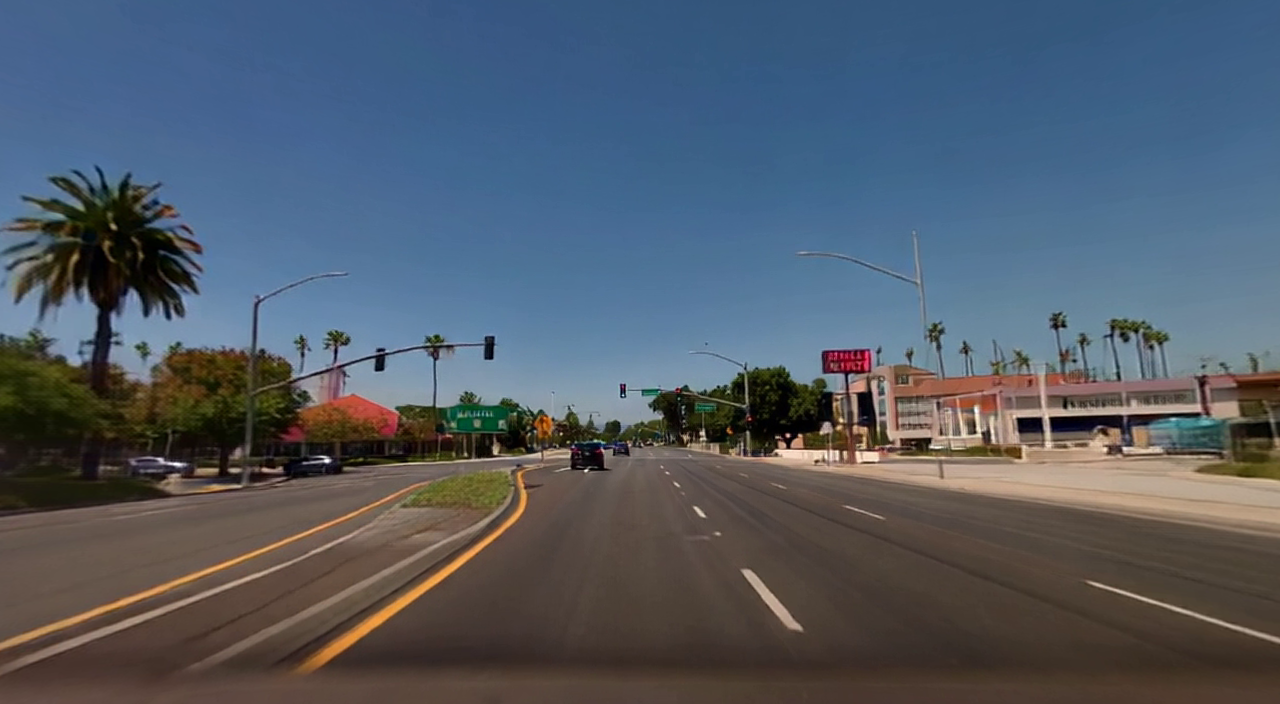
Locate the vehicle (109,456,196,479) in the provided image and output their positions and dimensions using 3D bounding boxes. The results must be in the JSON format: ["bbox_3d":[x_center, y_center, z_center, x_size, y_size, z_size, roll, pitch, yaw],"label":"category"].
[{"bbox_3d":[-34.451,8.164,44.716,4.567,1.460,1.917,0,-8,0],"label":"vehicle"}]

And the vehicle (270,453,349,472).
[{"bbox_3d":[-25.016,8.370,47.945,4.854,1.406,2.060,0,-8,1],"label":"vehicle"}]

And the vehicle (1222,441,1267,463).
[{"bbox_3d":[41.343,6.842,43.277,1.821,1.442,3.914,-7,-11,39],"label":"vehicle"}]

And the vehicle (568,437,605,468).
[{"bbox_3d":[-3.019,5.740,36.213,1.990,1.639,3.885,0,-8,-4],"label":"vehicle"}]
